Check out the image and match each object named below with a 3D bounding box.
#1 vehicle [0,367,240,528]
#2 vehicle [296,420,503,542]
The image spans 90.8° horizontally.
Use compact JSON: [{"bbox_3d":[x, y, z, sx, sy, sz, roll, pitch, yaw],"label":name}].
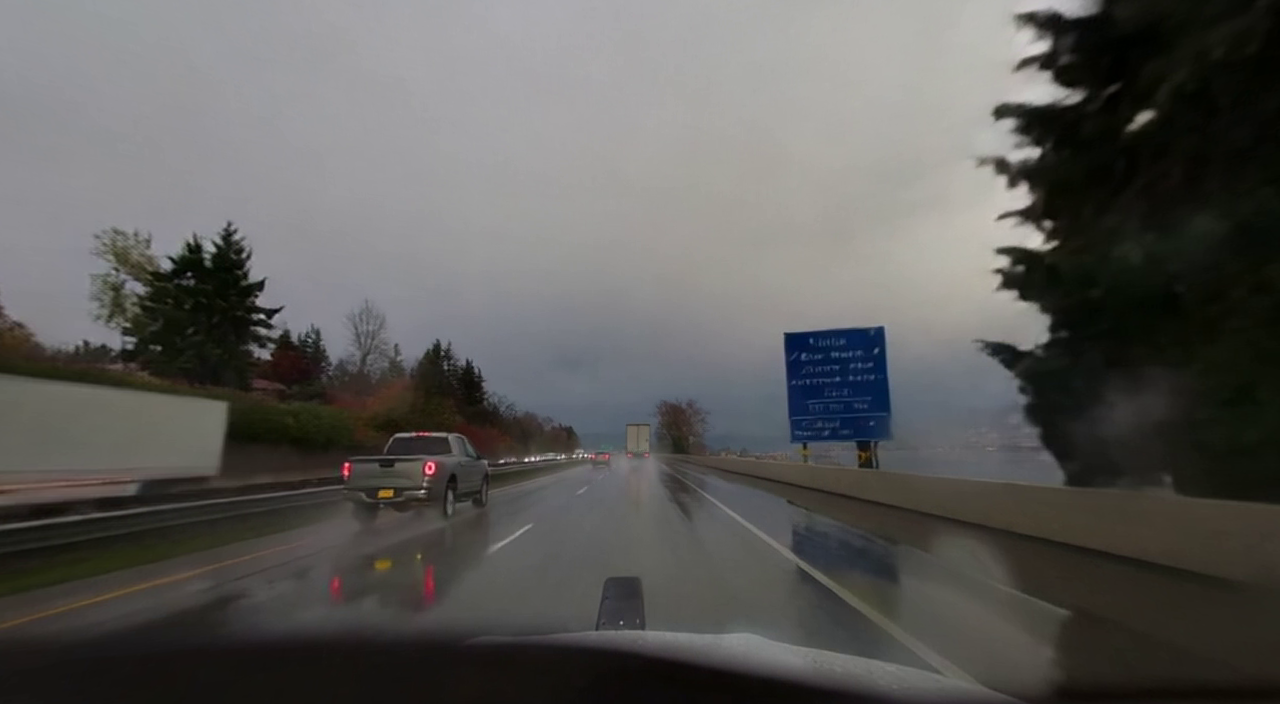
[{"bbox_3d":[-17.694,2.810,18.433,2.882,4.056,13.958,0,-9,0],"label":"vehicle"},{"bbox_3d":[-4.208,2.348,12.100,2.079,1.845,4.654,0,-9,1],"label":"vehicle"}]
